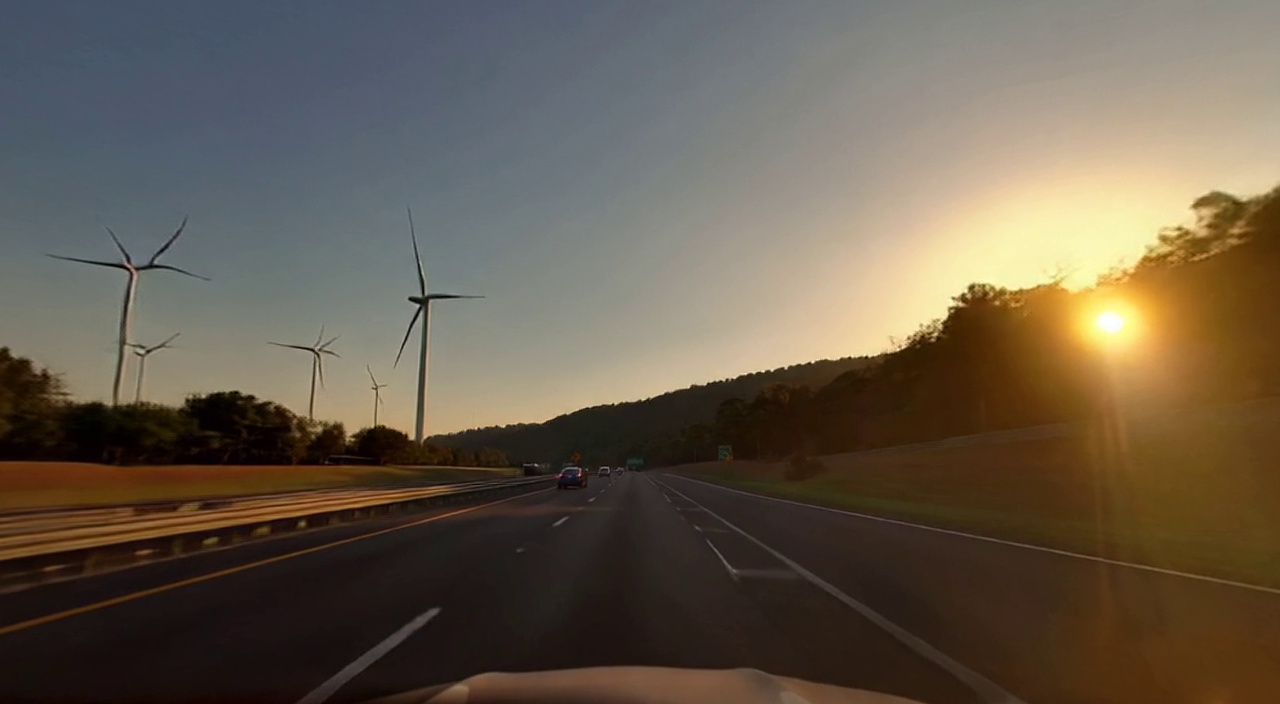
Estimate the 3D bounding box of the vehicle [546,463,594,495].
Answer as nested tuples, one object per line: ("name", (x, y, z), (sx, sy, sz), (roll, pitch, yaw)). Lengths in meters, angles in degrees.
("vehicle", (-3.557, 6.557, 32.605), (2.001, 1.486, 4.104), (1, -10, 0))
